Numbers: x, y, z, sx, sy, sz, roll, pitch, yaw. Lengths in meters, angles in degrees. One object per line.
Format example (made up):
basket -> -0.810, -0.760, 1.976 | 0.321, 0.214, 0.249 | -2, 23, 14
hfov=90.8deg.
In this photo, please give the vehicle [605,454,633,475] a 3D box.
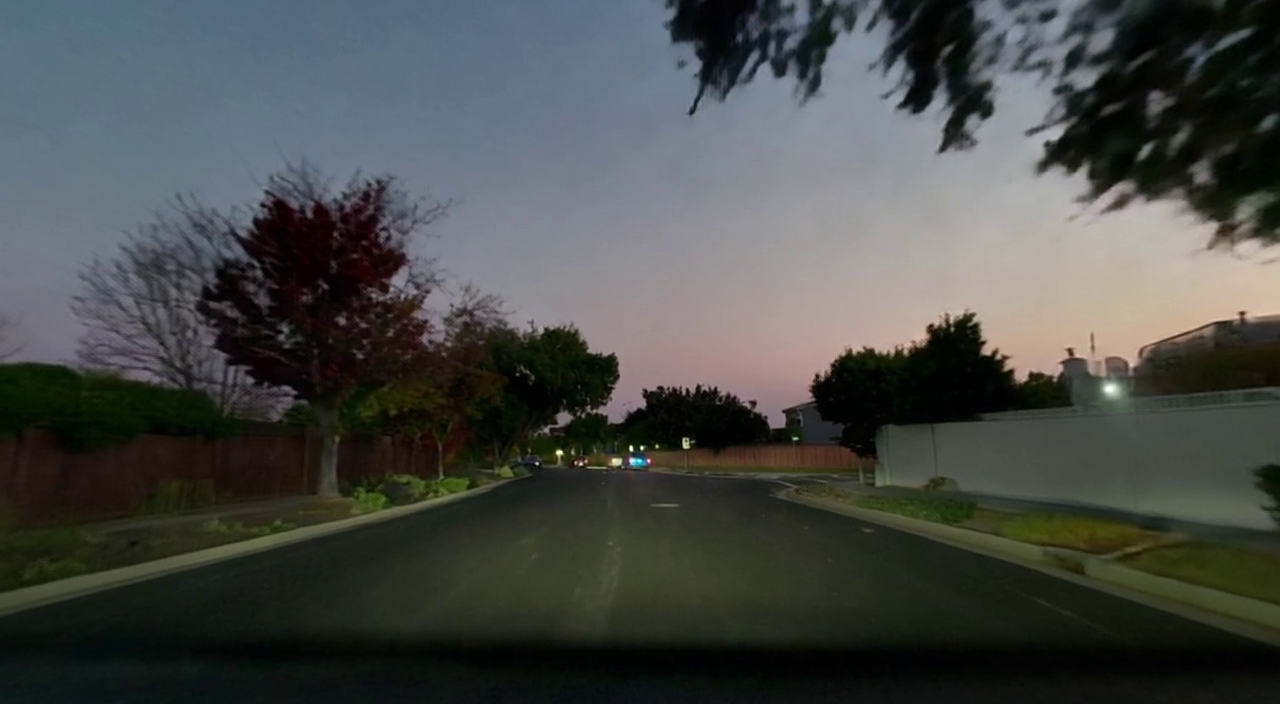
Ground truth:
vehicle -> -1.639, 8.657, 48.652 | 2.064, 1.477, 3.968 | 1, -9, -3
